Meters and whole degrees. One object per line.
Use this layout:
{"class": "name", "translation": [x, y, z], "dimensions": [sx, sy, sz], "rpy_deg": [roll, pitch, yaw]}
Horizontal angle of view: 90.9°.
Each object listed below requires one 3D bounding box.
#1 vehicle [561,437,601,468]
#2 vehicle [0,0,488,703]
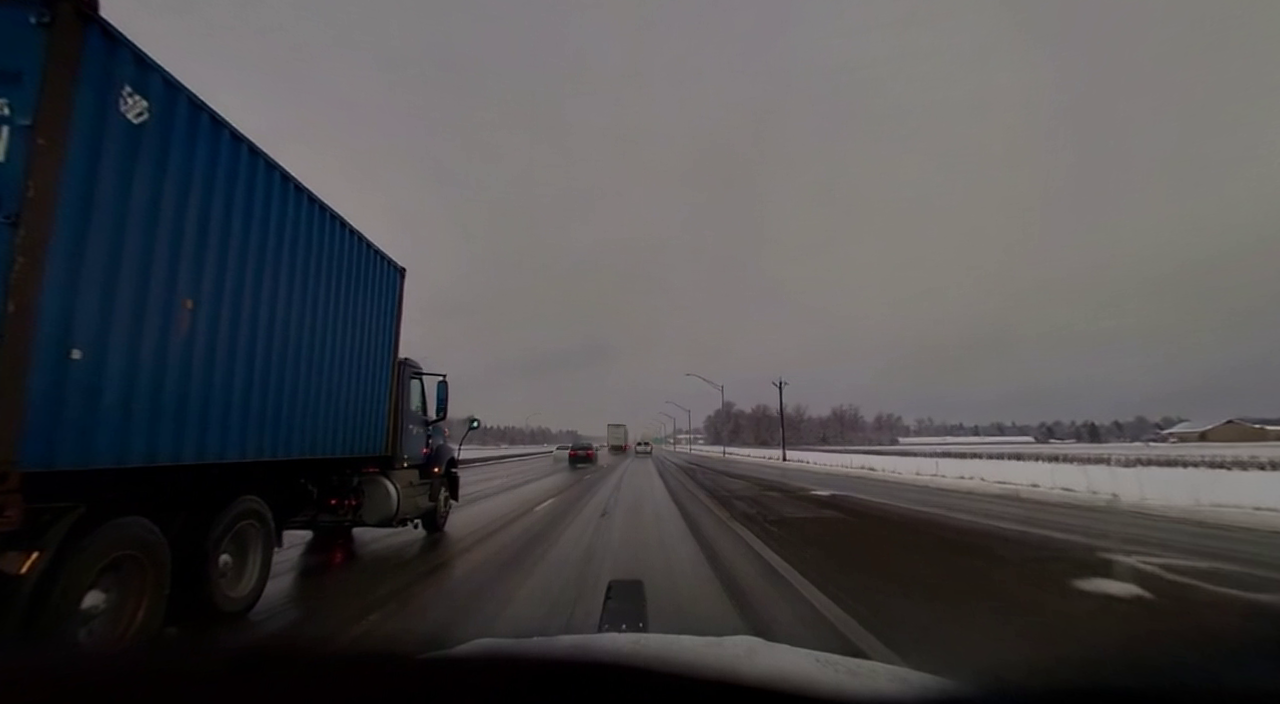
{"class": "vehicle", "translation": [-3.587, 6.203, 39.061], "dimensions": [1.995, 1.745, 4.187], "rpy_deg": [0, -8, 1]}
{"class": "vehicle", "translation": [-4.017, 0.256, 6.427], "dimensions": [2.987, 3.868, 7.576], "rpy_deg": [0, -8, 0]}
